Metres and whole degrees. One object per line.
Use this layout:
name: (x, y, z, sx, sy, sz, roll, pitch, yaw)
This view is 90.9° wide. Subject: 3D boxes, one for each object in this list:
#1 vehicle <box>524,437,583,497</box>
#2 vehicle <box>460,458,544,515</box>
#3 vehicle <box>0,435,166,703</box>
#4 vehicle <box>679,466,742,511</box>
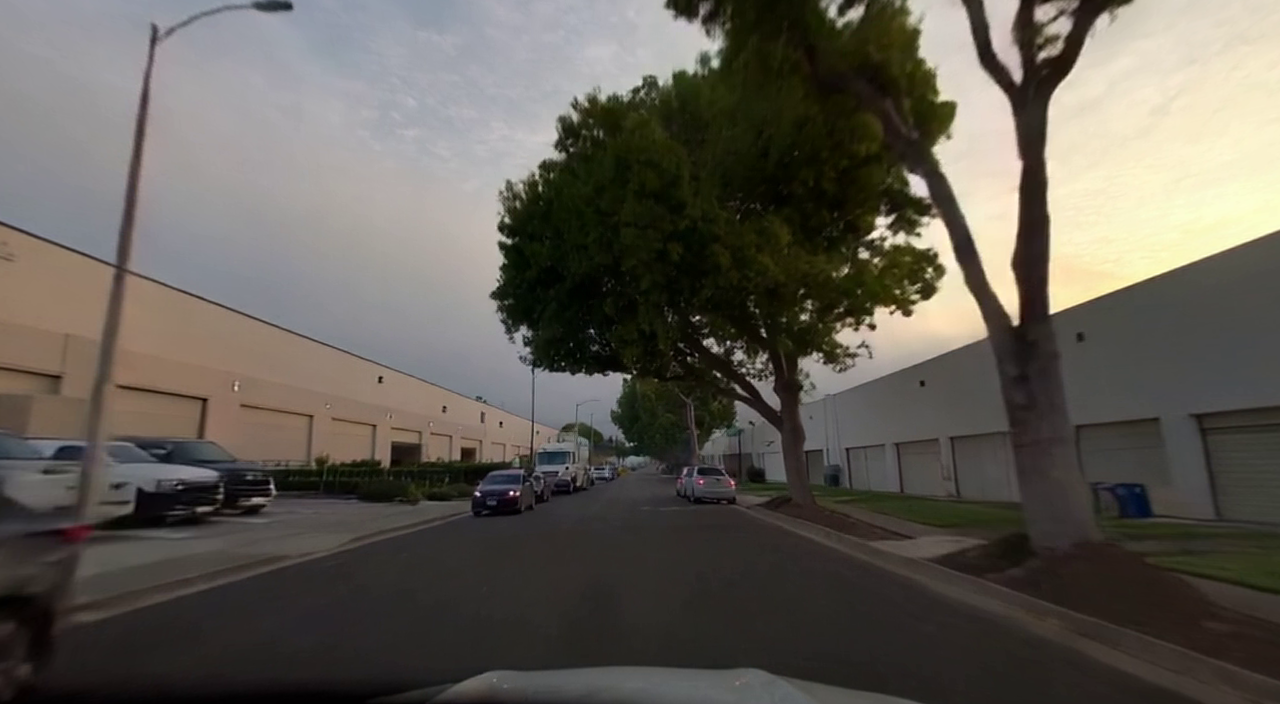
vehicle: (-4.259, 5.886, 32.102, 2.242, 2.726, 5.581, 1, -11, -1)
vehicle: (-4.318, 4.293, 20.302, 1.835, 1.625, 3.674, 1, -11, 1)
vehicle: (-4.426, 1.077, 2.227, 1.927, 1.580, 4.556, -1, -9, 0)
vehicle: (2.477, 4.954, 23.148, 1.819, 1.446, 3.909, 1, -11, -1)
